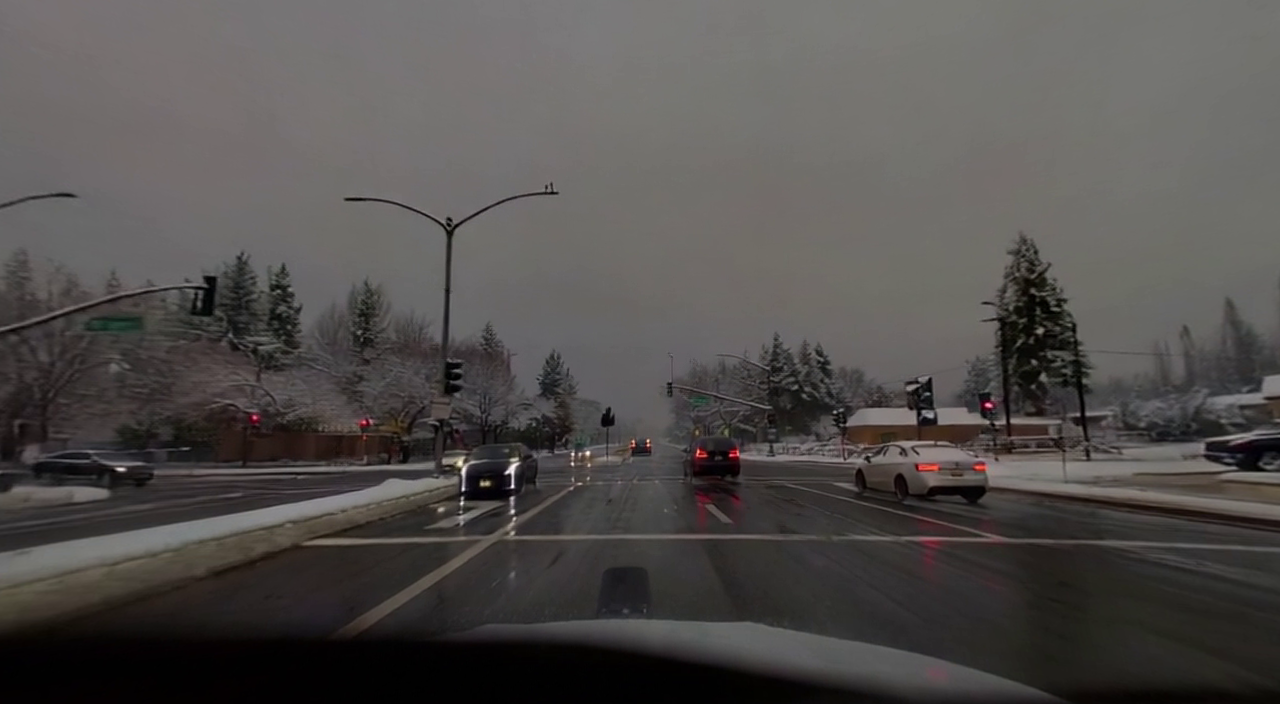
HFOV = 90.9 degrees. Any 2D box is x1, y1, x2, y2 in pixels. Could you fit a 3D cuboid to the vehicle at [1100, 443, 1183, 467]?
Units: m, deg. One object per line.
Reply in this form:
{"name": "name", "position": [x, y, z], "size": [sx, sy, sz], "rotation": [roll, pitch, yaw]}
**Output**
{"name": "vehicle", "position": [33.085, 6.783, 41.648], "size": [3.822, 1.501, 1.908], "rotation": [0, -8, -2]}

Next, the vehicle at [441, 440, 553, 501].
{"name": "vehicle", "position": [-3.840, 3.261, 17.787], "size": [2.037, 1.472, 4.152], "rotation": [0, -9, 2]}

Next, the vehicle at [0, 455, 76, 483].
{"name": "vehicle", "position": [-34.266, 6.470, 34.892], "size": [4.268, 1.476, 1.802], "rotation": [0, -9, -1]}

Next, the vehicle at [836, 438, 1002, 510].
{"name": "vehicle", "position": [6.447, 2.848, 15.246], "size": [1.890, 1.471, 4.566], "rotation": [0, -9, 0]}

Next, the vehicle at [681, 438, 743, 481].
{"name": "vehicle", "position": [2.914, 4.479, 26.504], "size": [2.009, 1.639, 4.267], "rotation": [0, -9, -1]}

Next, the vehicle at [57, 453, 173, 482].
{"name": "vehicle", "position": [-28.844, 6.354, 34.742], "size": [4.579, 1.504, 1.942], "rotation": [0, -9, -1]}
